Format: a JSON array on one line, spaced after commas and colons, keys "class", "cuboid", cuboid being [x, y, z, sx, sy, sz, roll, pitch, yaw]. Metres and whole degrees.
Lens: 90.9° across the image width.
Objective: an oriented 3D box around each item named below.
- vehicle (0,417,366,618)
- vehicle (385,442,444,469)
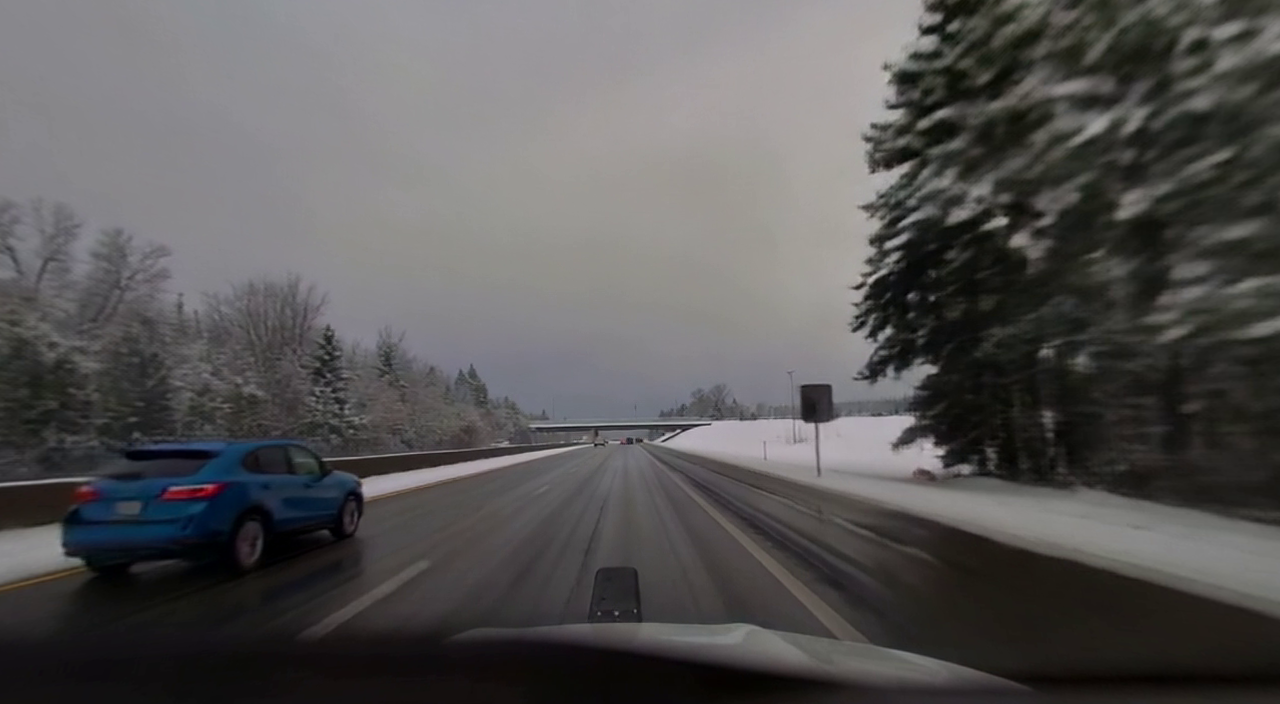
[{"class": "vehicle", "cuboid": [-4.748, 1.511, 6.740, 1.965, 1.513, 3.774, 0, -8, -1]}, {"class": "vehicle", "cuboid": [-13.679, 6.307, 38.532, 1.936, 1.472, 4.802, 0, -8, -1]}]
